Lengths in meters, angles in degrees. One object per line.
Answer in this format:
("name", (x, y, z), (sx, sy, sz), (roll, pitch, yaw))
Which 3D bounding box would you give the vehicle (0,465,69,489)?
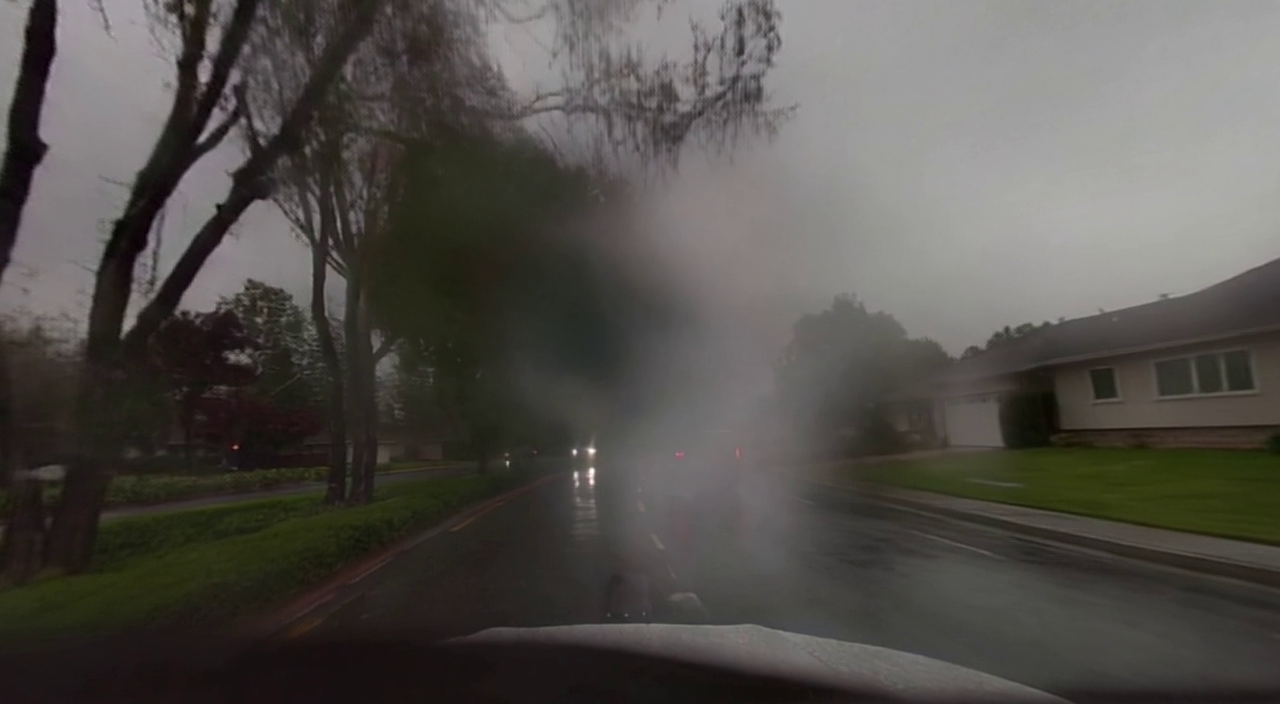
("vehicle", (-39.624, 8.107, 40.832), (3.339, 1.383, 1.865), (1, -8, -7))

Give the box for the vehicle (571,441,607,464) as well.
("vehicle", (-3.956, 7.932, 49.960), (2.063, 1.721, 4.261), (-1, -9, 6))

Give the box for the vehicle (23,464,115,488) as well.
("vehicle", (-39.137, 8.503, 43.277), (4.283, 1.478, 2.003), (0, -9, -4))

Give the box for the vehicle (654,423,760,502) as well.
("vehicle", (1.626, 2.962, 17.246), (2.141, 1.833, 4.704), (0, -8, -3))
